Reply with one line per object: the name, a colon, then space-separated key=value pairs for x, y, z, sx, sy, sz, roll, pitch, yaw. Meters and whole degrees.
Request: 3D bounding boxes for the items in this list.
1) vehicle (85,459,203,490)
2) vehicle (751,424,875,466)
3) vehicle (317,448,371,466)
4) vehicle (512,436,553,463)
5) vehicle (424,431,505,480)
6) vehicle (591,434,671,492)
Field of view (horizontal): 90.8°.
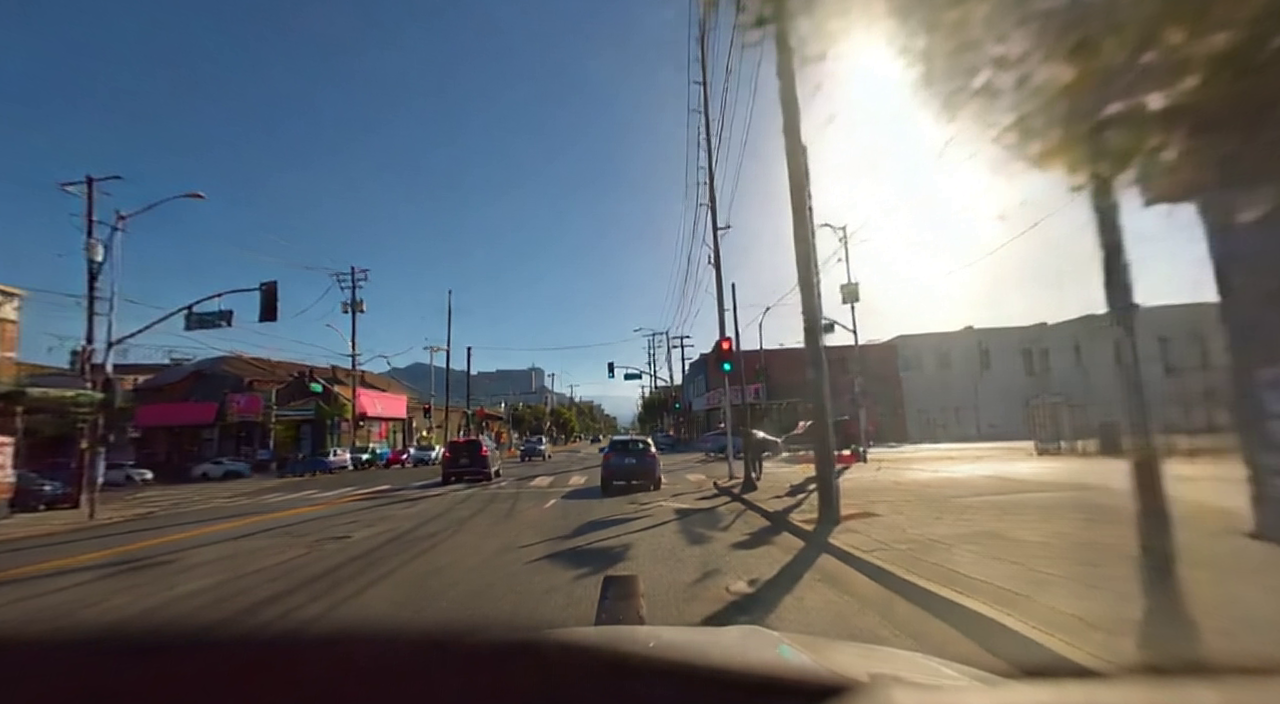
vehicle: x=-26.116 y=6.440 z=33.360 sx=4.479 sy=1.484 sz=2.036 roll=0 pitch=-8 yaw=0
vehicle: x=7.438 y=4.010 z=27.387 sx=4.714 sy=1.686 sz=1.973 roll=1 pitch=-8 yaw=-9
vehicle: x=-23.179 y=8.203 z=49.506 sx=3.360 sy=1.392 sz=1.674 roll=0 pitch=-8 yaw=0
vehicle: x=-6.147 y=5.557 z=36.125 sx=2.097 sy=1.457 sz=4.439 roll=1 pitch=-8 yaw=-10
vehicle: x=-6.709 y=3.989 z=24.664 sx=2.063 sy=1.751 sz=4.229 roll=0 pitch=-8 yaw=-2
vehicle: x=-0.157 y=3.181 z=18.554 sx=2.059 sy=1.497 sz=4.260 roll=0 pitch=-8 yaw=2
